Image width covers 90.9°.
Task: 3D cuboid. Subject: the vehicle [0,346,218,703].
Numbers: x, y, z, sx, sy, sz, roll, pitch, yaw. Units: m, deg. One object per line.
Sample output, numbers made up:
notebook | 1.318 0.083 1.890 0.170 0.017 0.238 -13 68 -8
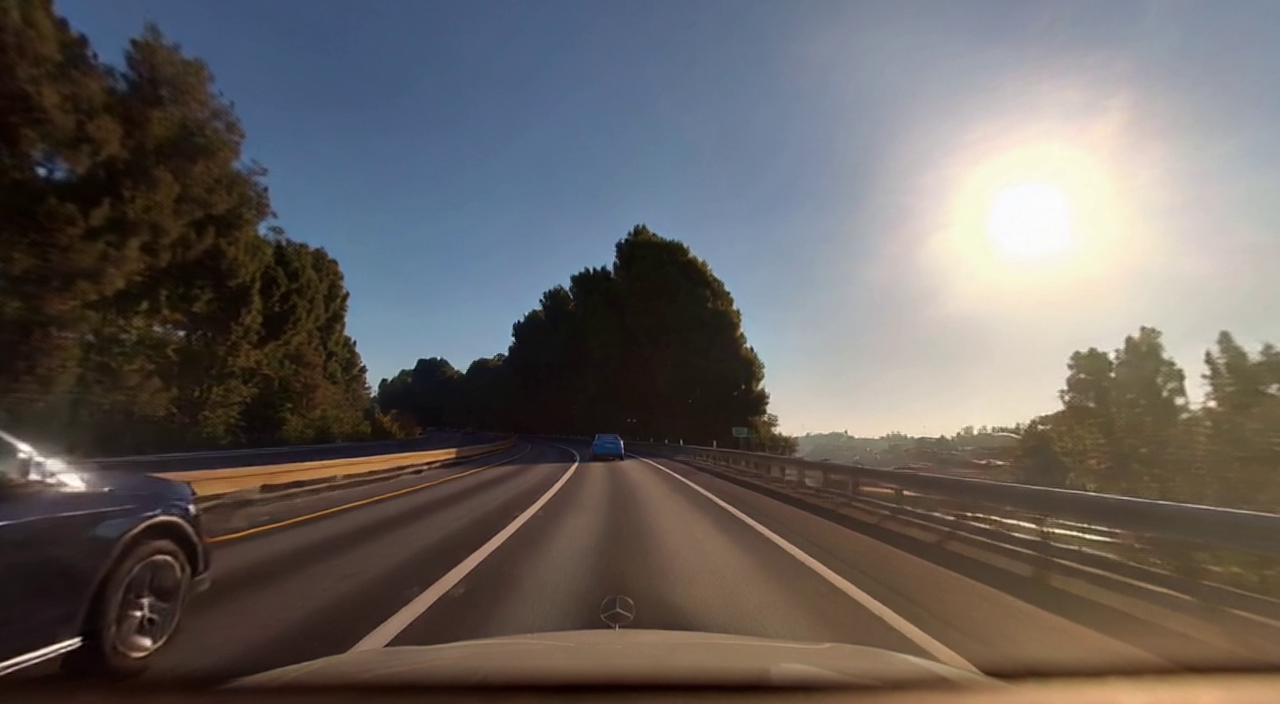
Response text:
vehicle | -4.174 0.785 2.253 2.053 1.847 4.760 0 -8 -1

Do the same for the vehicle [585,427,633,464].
vehicle | -1.723 5.071 34.308 2.452 1.857 4.022 1 -8 -4
